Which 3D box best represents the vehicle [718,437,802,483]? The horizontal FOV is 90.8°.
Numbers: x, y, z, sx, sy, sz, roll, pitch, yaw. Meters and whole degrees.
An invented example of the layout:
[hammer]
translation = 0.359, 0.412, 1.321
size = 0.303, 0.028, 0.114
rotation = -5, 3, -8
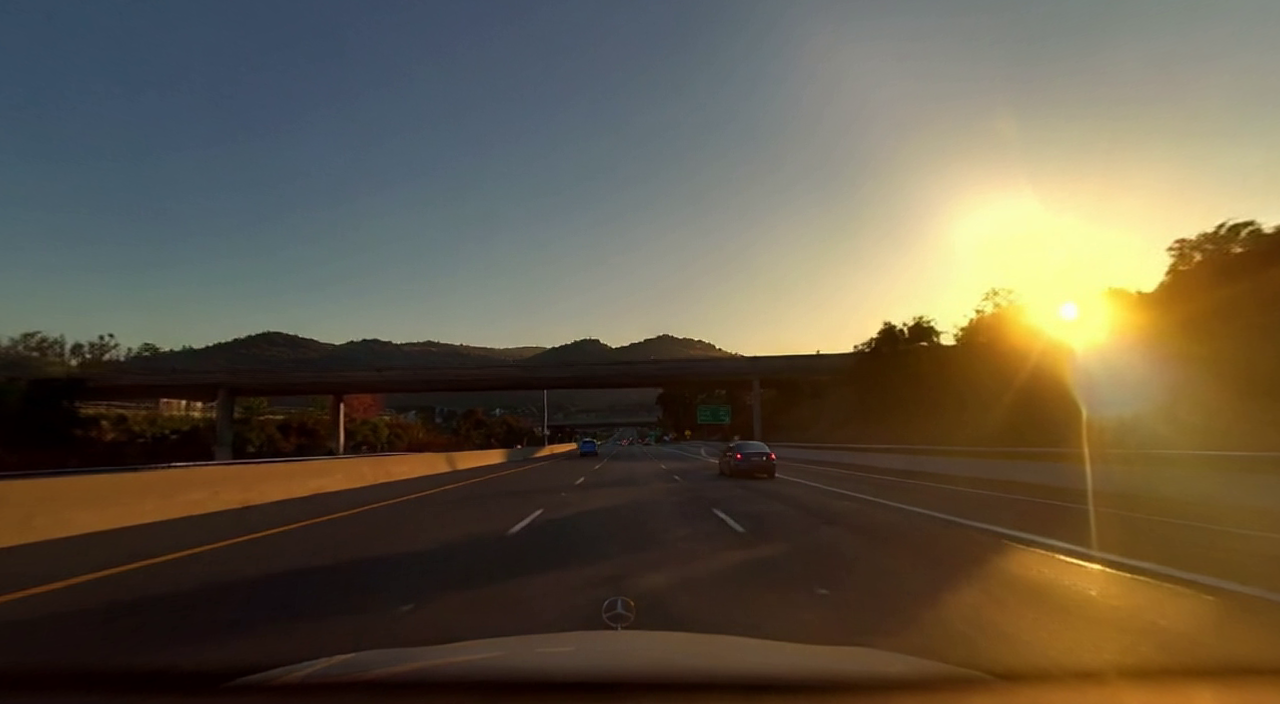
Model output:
[vehicle]
translation = 4.194, 3.872, 22.849
size = 2.060, 1.485, 4.274
rotation = 0, -9, -2
